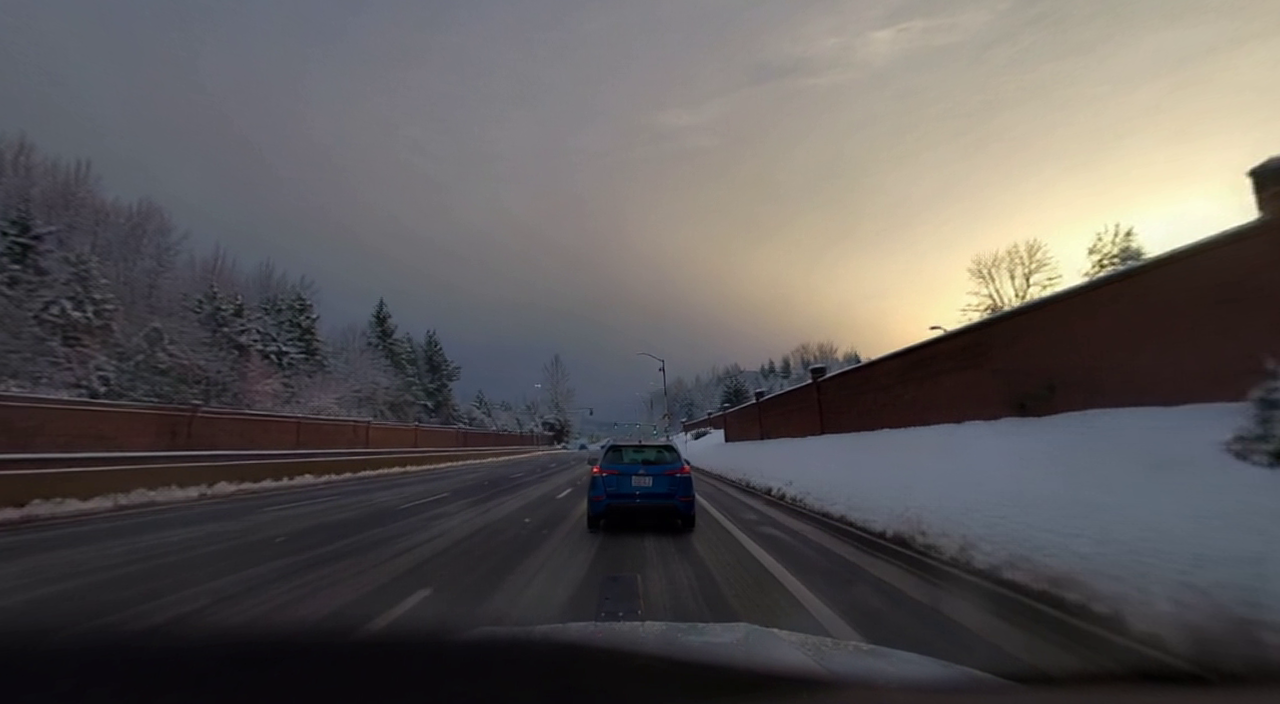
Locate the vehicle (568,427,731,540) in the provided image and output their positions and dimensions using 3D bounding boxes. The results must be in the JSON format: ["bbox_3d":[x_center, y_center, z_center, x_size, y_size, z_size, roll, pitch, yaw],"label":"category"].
[{"bbox_3d":[0.080,2.108,10.787,2.205,1.509,4.272,0,-8,-1],"label":"vehicle"}]
